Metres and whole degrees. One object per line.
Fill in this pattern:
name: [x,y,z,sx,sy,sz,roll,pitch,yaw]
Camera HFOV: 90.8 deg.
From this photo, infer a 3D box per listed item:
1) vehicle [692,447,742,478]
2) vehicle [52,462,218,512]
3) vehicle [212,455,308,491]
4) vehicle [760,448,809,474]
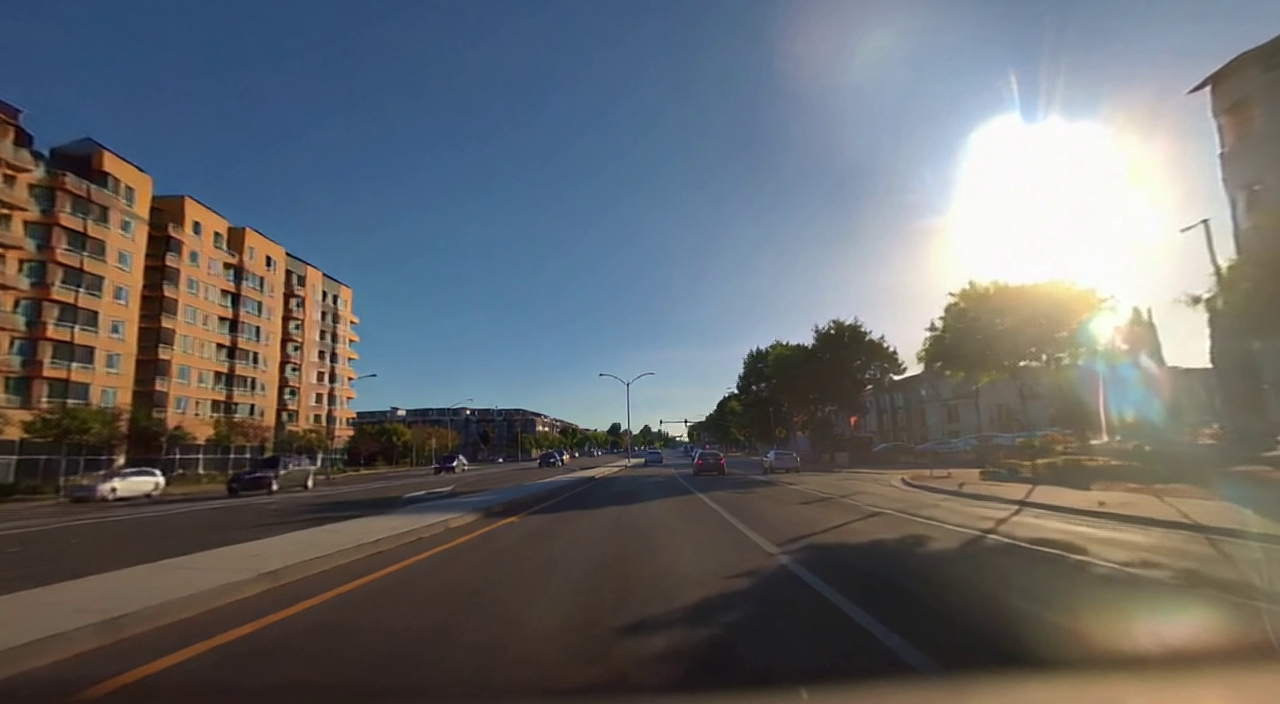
vehicle: [3.962,5.770,33.196,2.020,1.479,4.650,0,-9,0]
vehicle: [-17.396,4.642,22.146,1.804,1.421,4.659,-1,-9,3]
vehicle: [-21.354,6.779,35.823,2.141,1.809,5.002,-1,-9,3]
vehicle: [8.613,6.499,37.973,1.932,1.439,4.159,0,-9,0]
